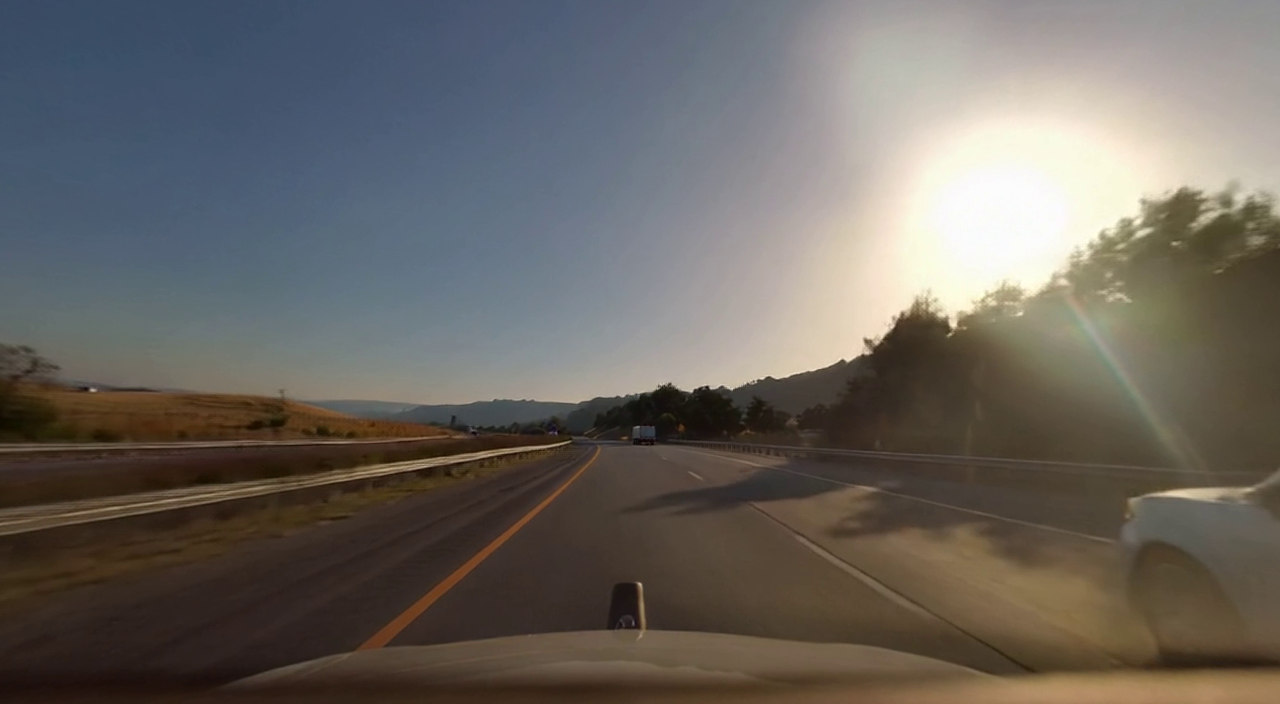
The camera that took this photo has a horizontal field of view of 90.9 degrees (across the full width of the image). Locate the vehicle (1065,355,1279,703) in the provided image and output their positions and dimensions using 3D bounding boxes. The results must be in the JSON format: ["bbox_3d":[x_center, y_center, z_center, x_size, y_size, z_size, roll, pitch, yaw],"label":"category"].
[{"bbox_3d":[3.729,0.734,1.903,1.941,1.655,4.137,0,-8,-1],"label":"vehicle"}]
